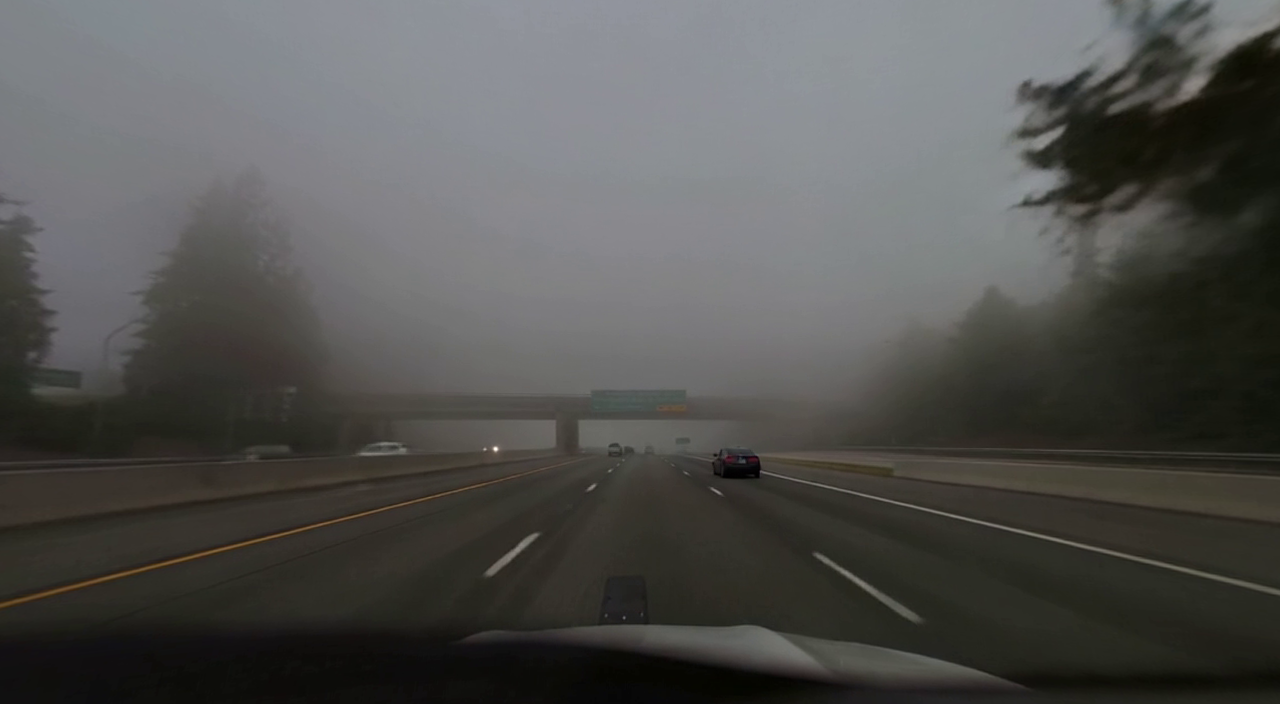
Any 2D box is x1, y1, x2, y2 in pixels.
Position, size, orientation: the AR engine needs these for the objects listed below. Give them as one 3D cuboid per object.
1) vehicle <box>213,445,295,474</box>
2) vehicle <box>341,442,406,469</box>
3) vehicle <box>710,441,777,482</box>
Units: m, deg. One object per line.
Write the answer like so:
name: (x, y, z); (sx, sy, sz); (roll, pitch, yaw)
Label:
vehicle: (-25.092, 6.967, 41.265); (2.008, 1.763, 5.223); (0, -8, 1)
vehicle: (-17.442, 6.763, 41.527); (2.055, 1.682, 4.951); (0, -8, 1)
vehicle: (4.067, 4.369, 25.541); (1.908, 1.483, 4.259); (0, -8, -1)
